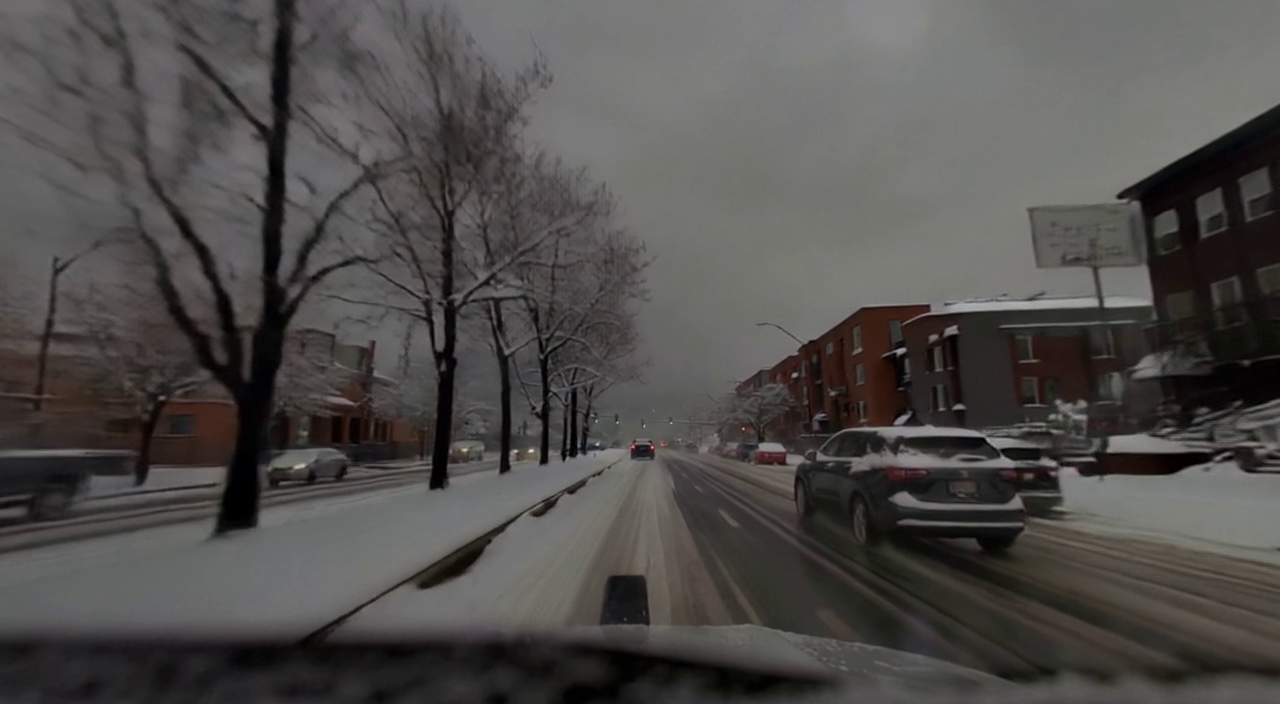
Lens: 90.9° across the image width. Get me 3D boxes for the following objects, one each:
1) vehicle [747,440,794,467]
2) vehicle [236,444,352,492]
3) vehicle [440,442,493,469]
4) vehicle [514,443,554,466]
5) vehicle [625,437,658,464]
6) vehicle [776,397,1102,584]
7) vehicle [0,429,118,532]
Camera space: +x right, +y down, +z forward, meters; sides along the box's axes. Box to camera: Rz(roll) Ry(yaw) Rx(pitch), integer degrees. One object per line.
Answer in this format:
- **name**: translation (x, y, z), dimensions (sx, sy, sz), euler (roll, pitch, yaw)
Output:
- **vehicle**: translation (8.186, 6.405, 39.839), dimensions (1.919, 1.586, 4.692), euler (0, -8, -1)
- **vehicle**: translation (-11.809, 3.953, 21.807), dimensions (1.779, 1.495, 3.766), euler (0, -8, 2)
- **vehicle**: translation (-11.295, 6.778, 41.358), dimensions (2.049, 1.641, 4.573), euler (0, -8, 2)
- **vehicle**: translation (-7.452, 7.202, 44.638), dimensions (1.960, 1.530, 4.313), euler (0, -8, 2)
- **vehicle**: translation (0.161, 7.025, 45.160), dimensions (2.244, 1.813, 4.129), euler (0, -8, 1)
- **vehicle**: translation (3.318, 1.643, 8.291), dimensions (2.071, 1.747, 4.549), euler (0, -8, 1)
- **vehicle**: translation (-11.925, 2.175, 10.628), dimensions (2.021, 1.730, 4.866), euler (0, -8, 1)
